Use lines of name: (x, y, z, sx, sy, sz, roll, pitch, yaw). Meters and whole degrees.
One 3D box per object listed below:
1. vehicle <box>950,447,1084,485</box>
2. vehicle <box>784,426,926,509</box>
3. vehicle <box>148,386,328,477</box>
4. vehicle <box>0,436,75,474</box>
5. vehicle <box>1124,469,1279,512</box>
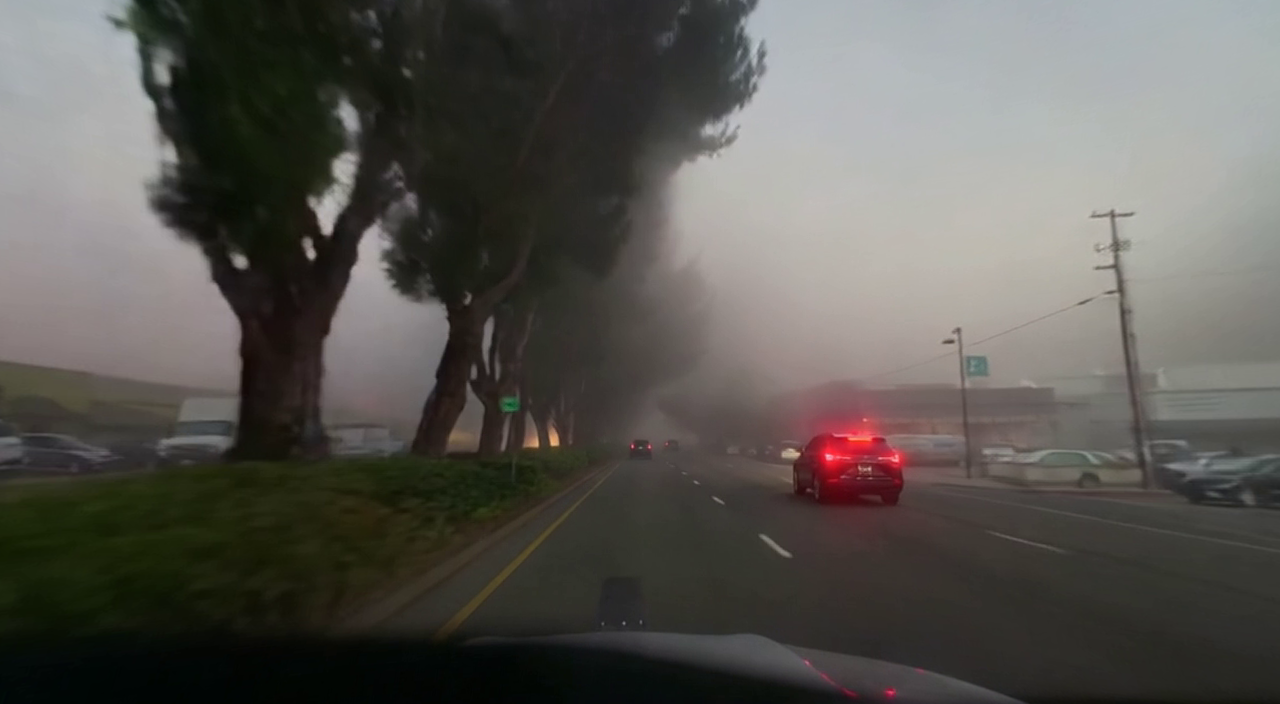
vehicle: (17.230, 5.160, 29.015, 1.924, 1.561, 4.849, 8, -11, -42)
vehicle: (4.823, 2.643, 14.828, 2.072, 1.669, 3.836, 0, -8, 2)
vehicle: (-18.798, 3.899, 30.466, 3.086, 3.767, 8.298, 0, -8, 0)
vehicle: (-25.845, 4.132, 25.549, 4.063, 1.459, 2.004, 0, -8, 4)
vehicle: (20.167, 4.833, 22.170, 4.671, 1.349, 1.976, 0, -8, -1)
